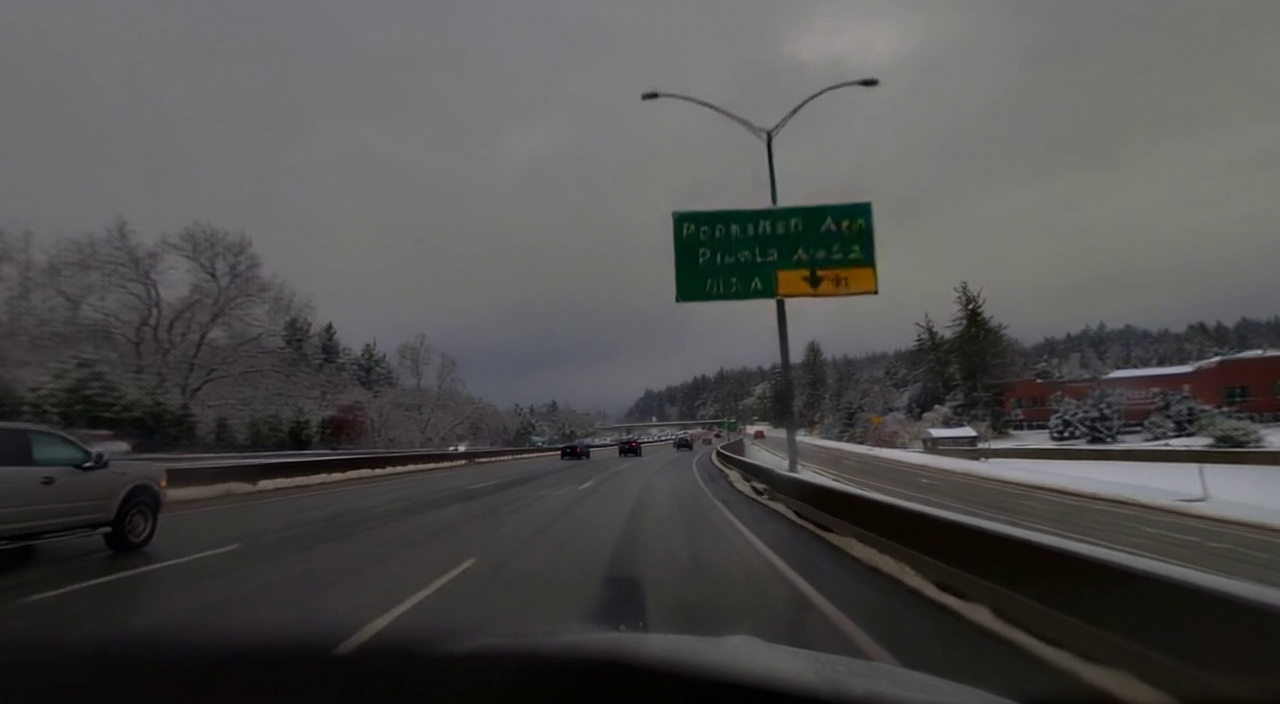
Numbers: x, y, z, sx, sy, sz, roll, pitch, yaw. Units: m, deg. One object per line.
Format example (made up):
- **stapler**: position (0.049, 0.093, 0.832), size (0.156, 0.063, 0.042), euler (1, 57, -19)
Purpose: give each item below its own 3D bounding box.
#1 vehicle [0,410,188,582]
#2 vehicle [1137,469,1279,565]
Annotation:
- **vehicle**: position (-7.071, 1.366, 5.952), size (1.923, 1.630, 4.857), euler (0, -8, 1)
- **vehicle**: position (26.321, 7.089, 28.055), size (2.749, 3.380, 6.690), euler (0, -8, -1)
